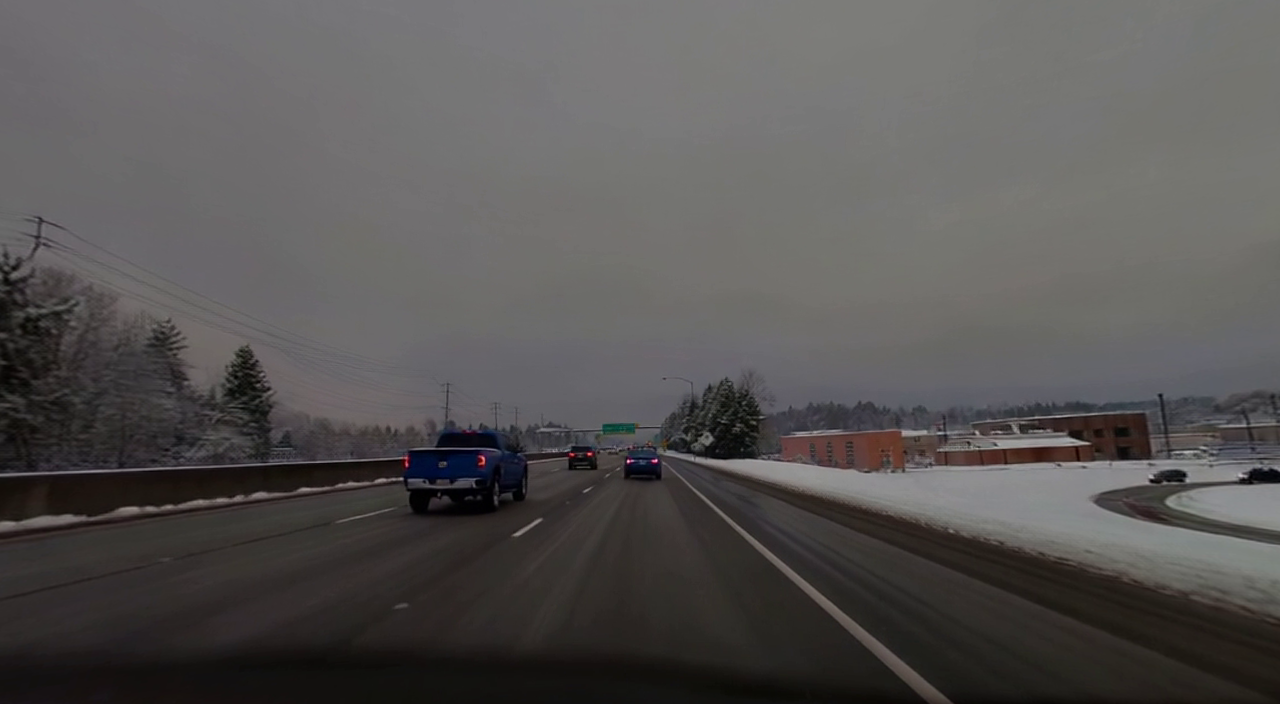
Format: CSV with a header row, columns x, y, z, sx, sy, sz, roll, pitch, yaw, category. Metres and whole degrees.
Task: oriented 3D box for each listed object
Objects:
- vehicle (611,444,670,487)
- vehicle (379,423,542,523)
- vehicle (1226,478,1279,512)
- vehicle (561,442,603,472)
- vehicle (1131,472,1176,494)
x,y,z,sx,sy,sz,roll,pitch,yaw,category
0.003,4.223,23.841,2.047,1.473,3.978,0,-9,0,vehicle
-3.635,2.552,13.807,2.133,1.789,4.518,-1,-9,1,vehicle
34.093,7.795,34.583,1.844,1.467,4.653,-5,-10,31,vehicle
-3.502,6.480,38.968,1.993,1.717,4.321,-1,-9,2,vehicle
39.783,10.099,48.827,4.203,1.418,1.942,8,-12,-42,vehicle
